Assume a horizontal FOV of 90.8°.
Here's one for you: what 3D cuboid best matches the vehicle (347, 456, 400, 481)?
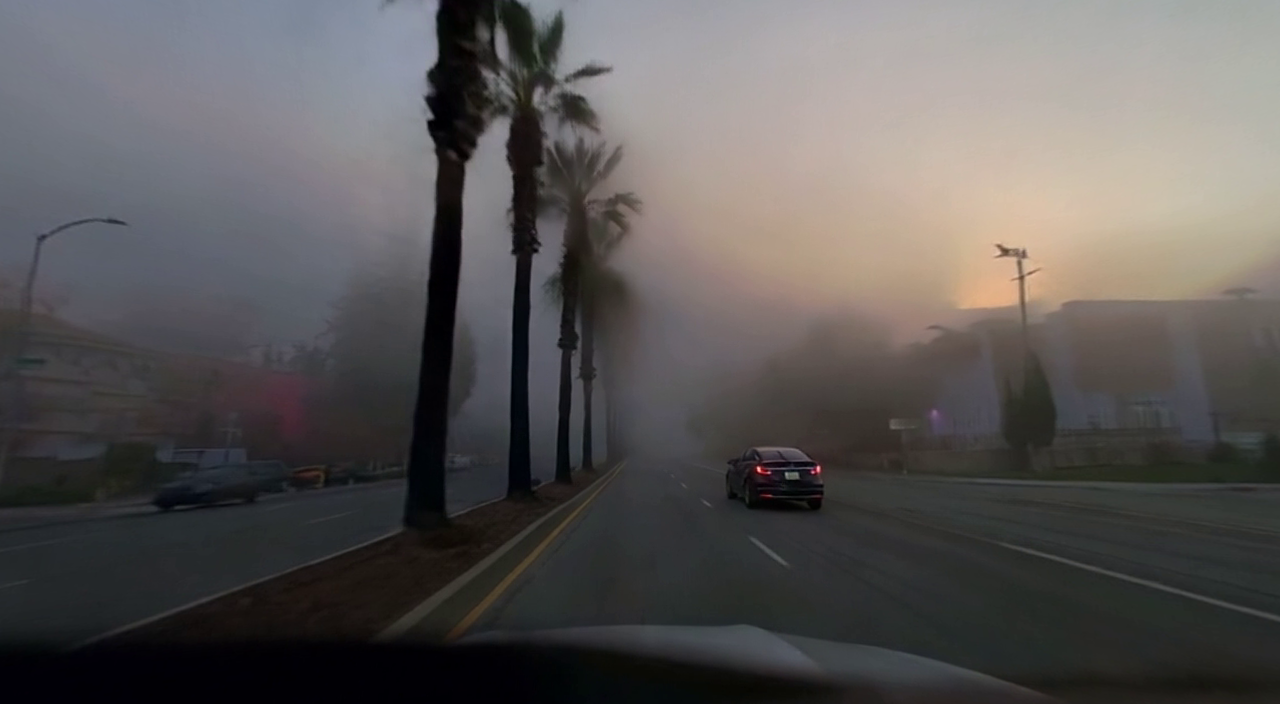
[{"bbox_3d":[-18.811,8.215,44.804,1.811,1.539,4.560,0,-9,-1],"label":"vehicle"}]

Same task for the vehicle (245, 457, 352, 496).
[{"bbox_3d":[-14.884,5.401,27.874,1.990,1.488,4.724,0,-9,1],"label":"vehicle"}]

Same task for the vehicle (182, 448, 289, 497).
[{"bbox_3d":[-19.112,5.721,30.195,1.987,1.998,4.642,-4,-10,1],"label":"vehicle"}]

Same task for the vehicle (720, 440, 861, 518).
[{"bbox_3d":[3.209,2.819,14.606,1.989,1.492,4.689,0,-9,-2],"label":"vehicle"}]
